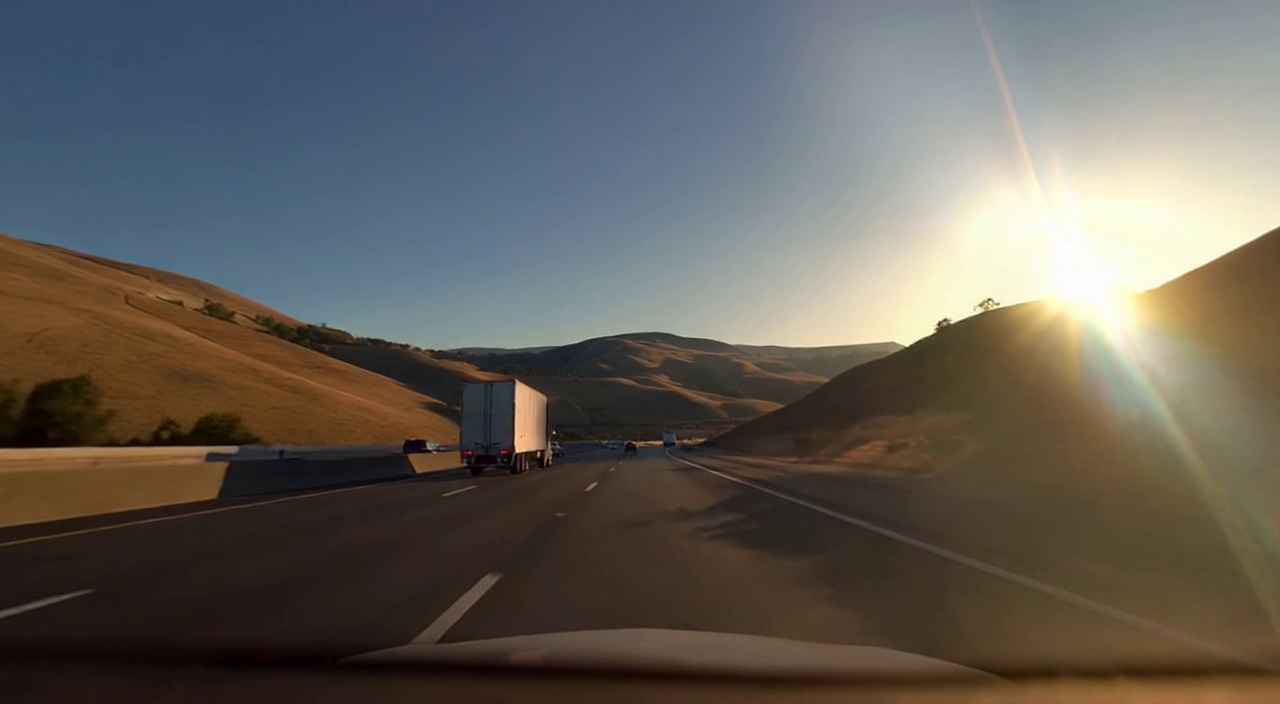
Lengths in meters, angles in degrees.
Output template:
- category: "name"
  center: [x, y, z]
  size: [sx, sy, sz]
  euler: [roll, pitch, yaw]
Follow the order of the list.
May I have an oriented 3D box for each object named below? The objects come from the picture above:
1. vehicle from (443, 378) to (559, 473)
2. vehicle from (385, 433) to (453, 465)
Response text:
- category: "vehicle"
  center: [-6.332, 3.774, 31.040]
  size: [2.981, 3.860, 11.022]
  euler: [0, -8, 1]
- category: "vehicle"
  center: [-13.783, 6.098, 39.563]
  size: [2.130, 1.828, 5.523]
  euler: [0, -8, 1]
